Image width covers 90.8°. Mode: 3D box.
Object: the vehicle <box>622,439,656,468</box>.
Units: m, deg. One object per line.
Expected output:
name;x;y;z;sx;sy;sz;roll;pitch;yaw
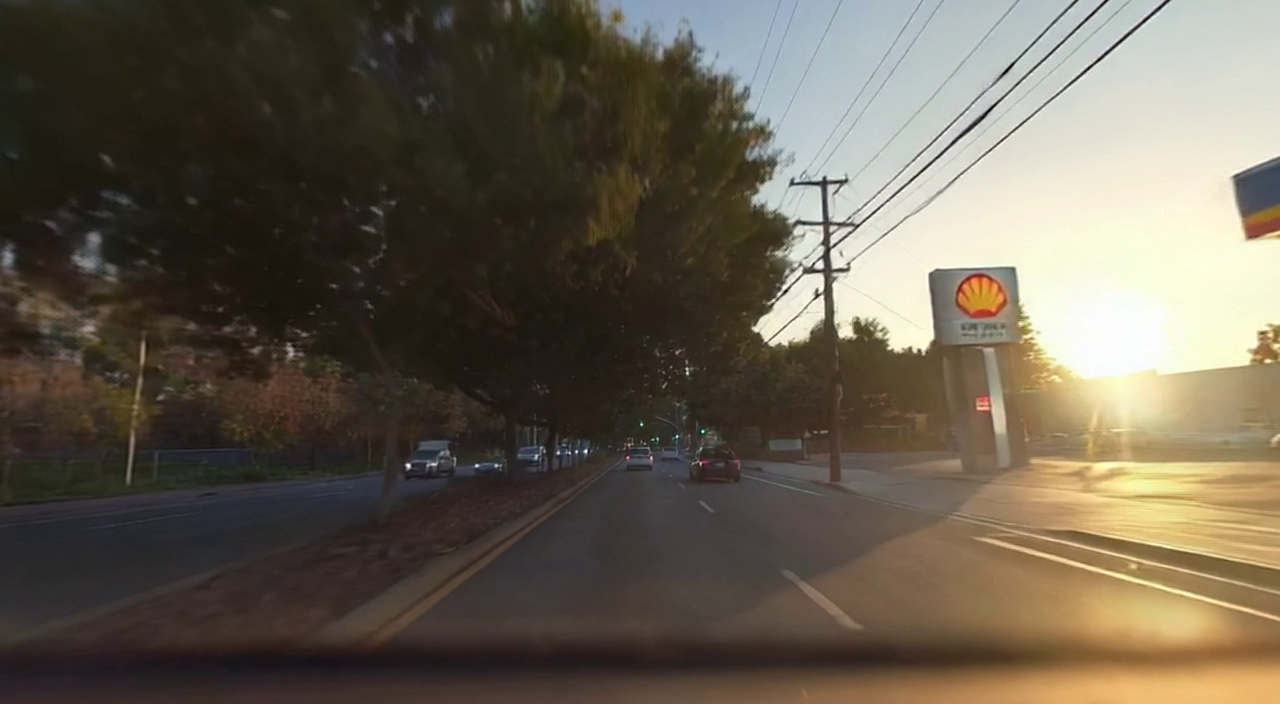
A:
vehicle;-0.105;6.859;42.970;2.163;1.825;4.073;-1;-8;-1

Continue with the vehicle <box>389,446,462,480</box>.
vehicle;-12.922;6.670;38.521;2.415;1.828;5.778;-1;-8;0

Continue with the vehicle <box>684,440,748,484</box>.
vehicle;3.022;4.457;25.957;1.990;1.592;4.294;-1;-8;-1

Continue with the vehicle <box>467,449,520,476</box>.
vehicle;-8.724;6.599;38.045;2.180;1.484;4.612;-1;-8;-1
